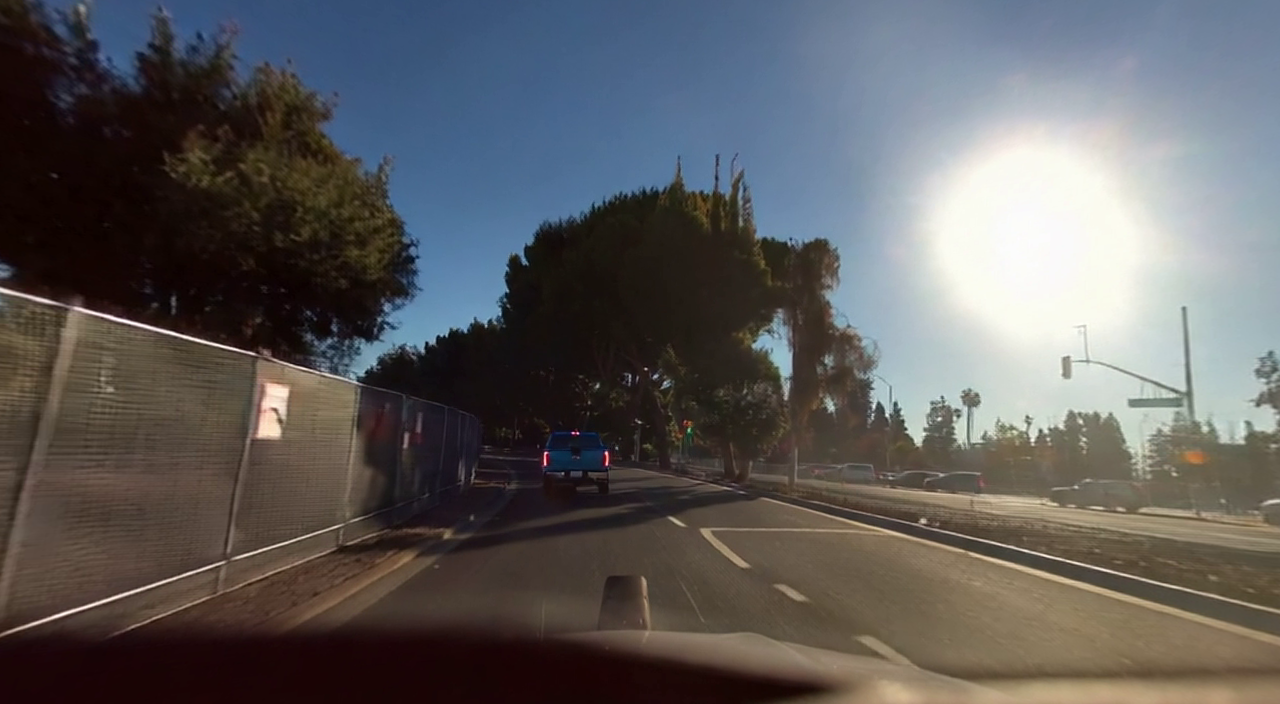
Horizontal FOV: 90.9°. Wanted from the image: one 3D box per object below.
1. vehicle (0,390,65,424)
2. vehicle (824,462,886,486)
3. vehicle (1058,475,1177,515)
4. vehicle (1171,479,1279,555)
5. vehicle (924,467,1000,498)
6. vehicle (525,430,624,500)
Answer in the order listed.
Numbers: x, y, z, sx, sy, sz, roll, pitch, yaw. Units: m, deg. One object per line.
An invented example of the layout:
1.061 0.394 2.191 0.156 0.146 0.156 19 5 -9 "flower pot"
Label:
-35.482 3.296 36.882 1.907 1.637 5.187 8 -12 -34 "vehicle"
15.255 8.675 45.012 1.884 1.622 4.485 3 -10 -16 "vehicle"
22.510 6.727 29.967 1.805 1.494 4.362 1 -9 -10 "vehicle"
14.910 3.711 14.033 1.838 1.494 4.553 1 -9 -8 "vehicle"
20.484 8.283 40.356 1.841 1.673 4.470 1 -9 -11 "vehicle"
-1.885 3.202 18.308 2.436 1.698 5.322 1 -9 -6 "vehicle"
